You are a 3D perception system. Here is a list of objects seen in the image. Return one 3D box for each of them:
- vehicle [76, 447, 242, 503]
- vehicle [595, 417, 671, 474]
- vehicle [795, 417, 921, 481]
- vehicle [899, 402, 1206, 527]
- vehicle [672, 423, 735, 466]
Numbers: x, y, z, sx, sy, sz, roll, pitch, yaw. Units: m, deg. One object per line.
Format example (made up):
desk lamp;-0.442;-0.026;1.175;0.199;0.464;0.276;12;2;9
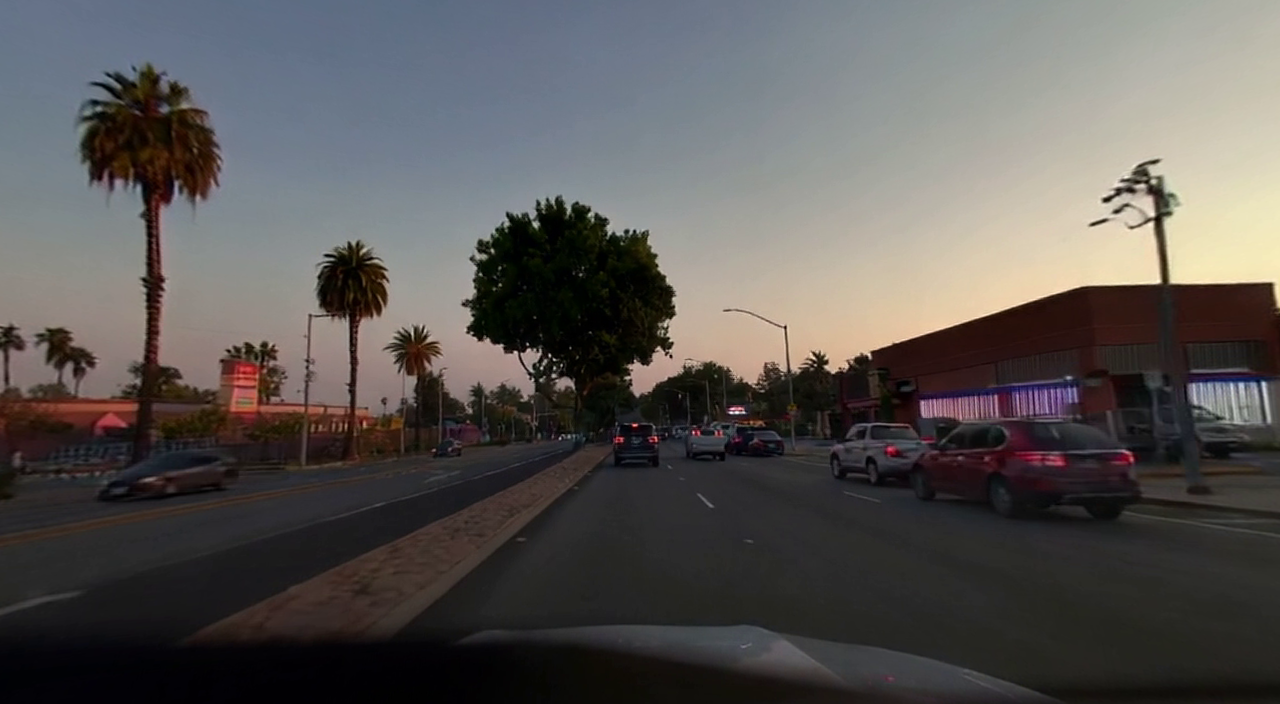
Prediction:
vehicle;-14.729;3.742;19.731;1.875;1.513;4.260;0;-8;-1
vehicle;-0.277;3.377;22.762;2.428;1.816;4.959;0;-8;-1
vehicle;6.417;2.946;19.305;2.001;1.692;4.800;0;-8;-2
vehicle;6.510;1.849;10.834;2.100;1.675;4.536;0;-8;-1
vehicle;2.784;4.203;28.762;2.187;1.777;4.444;0;-8;-2
